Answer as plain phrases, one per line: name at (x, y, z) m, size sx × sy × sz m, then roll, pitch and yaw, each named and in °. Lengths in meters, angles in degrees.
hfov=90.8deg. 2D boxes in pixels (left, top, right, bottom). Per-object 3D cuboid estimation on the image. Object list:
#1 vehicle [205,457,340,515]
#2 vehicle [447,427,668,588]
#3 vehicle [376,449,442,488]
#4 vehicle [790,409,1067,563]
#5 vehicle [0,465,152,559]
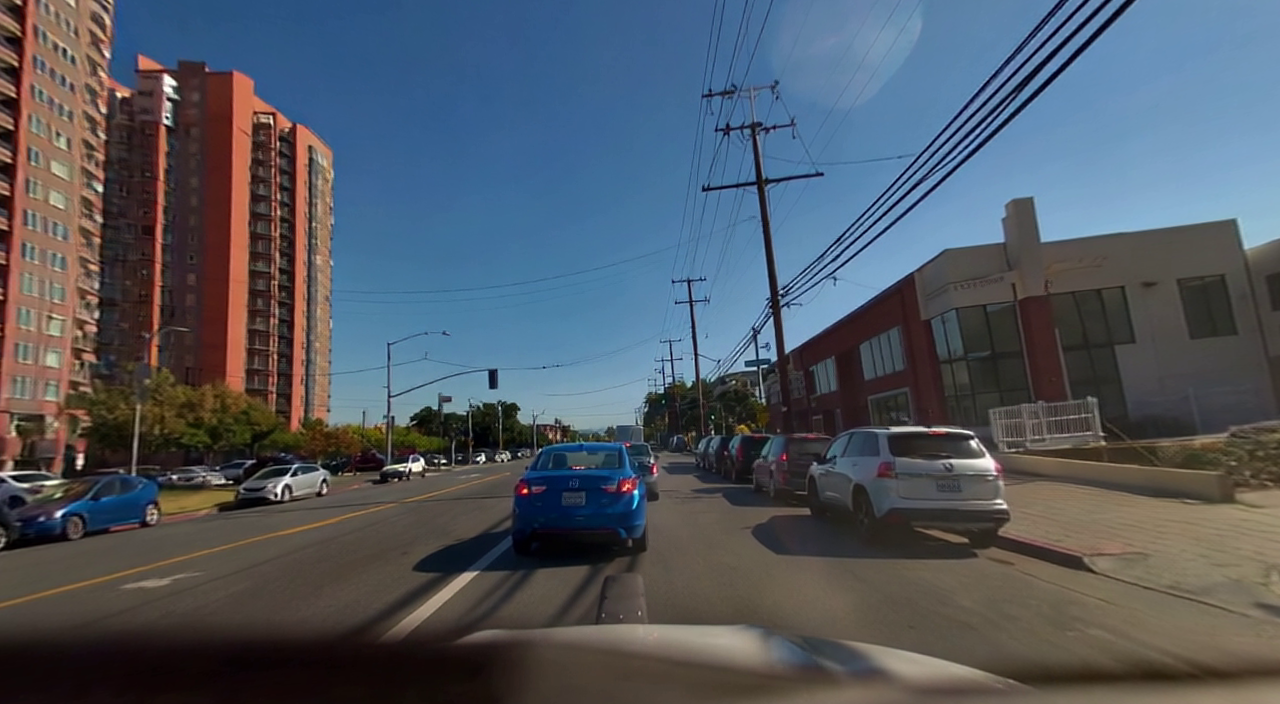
vehicle at (-11.886, 4.312, 20.840) m, size 1.868 × 1.491 × 4.367 m, roll -4°, pitch -9°, yaw 1°
vehicle at (-0.761, 1.770, 8.141) m, size 2.019 × 1.453 × 4.603 m, roll 0°, pitch -9°, yaw 0°
vehicle at (-11.893, 5.964, 32.745) m, size 2.011 × 1.687 × 4.079 m, roll -5°, pitch -8°, yaw -3°
vehicle at (3.796, 1.846, 9.410) m, size 1.967 × 1.721 × 4.410 m, roll 0°, pitch -9°, yaw -1°
vehicle at (-11.891, 2.999, 11.816) m, size 1.850 × 1.487 × 4.711 m, roll -3°, pitch -8°, yaw -1°
